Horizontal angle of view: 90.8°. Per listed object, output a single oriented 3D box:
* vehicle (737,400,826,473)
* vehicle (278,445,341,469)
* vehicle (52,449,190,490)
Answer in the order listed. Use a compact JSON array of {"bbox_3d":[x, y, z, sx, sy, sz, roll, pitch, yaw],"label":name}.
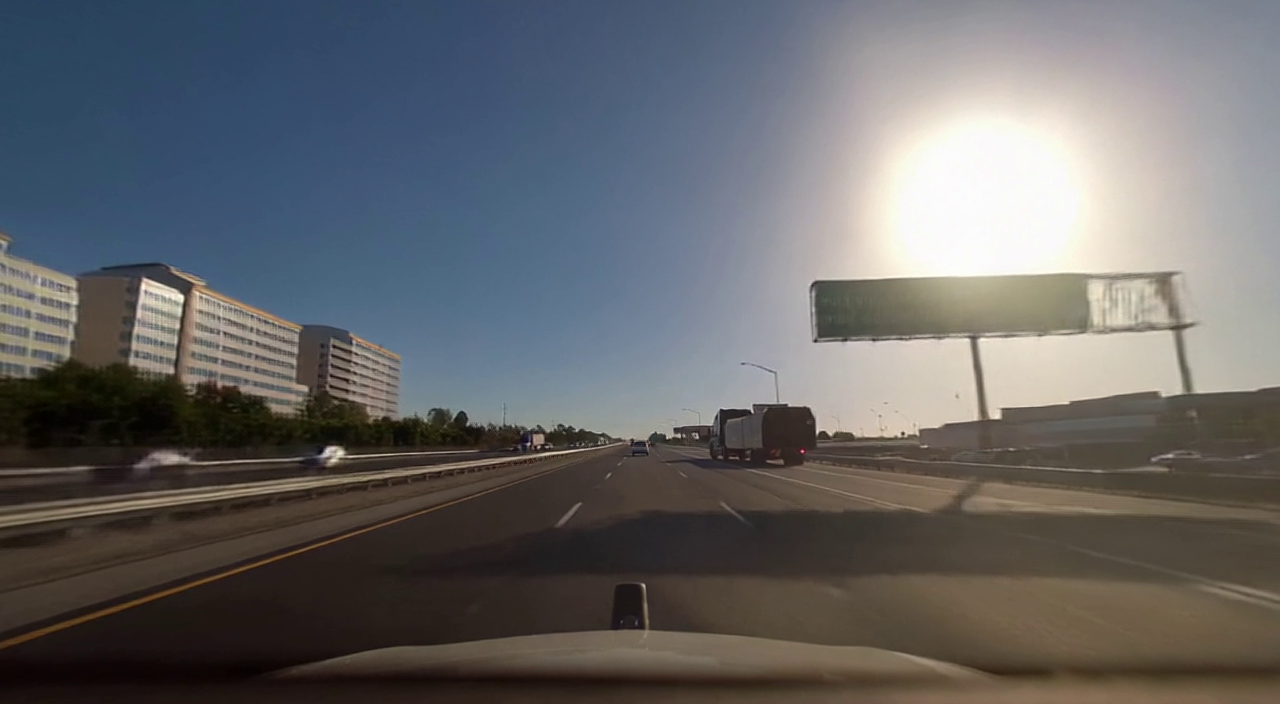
[{"bbox_3d":[6.867,4.332,31.961,2.793,3.204,7.997,0,-8,1],"label":"vehicle"},{"bbox_3d":[-25.681,8.123,49.240,2.177,1.782,5.071,0,-8,0],"label":"vehicle"},{"bbox_3d":[-21.602,4.878,26.581,1.862,1.505,4.617,0,-8,1],"label":"vehicle"}]
